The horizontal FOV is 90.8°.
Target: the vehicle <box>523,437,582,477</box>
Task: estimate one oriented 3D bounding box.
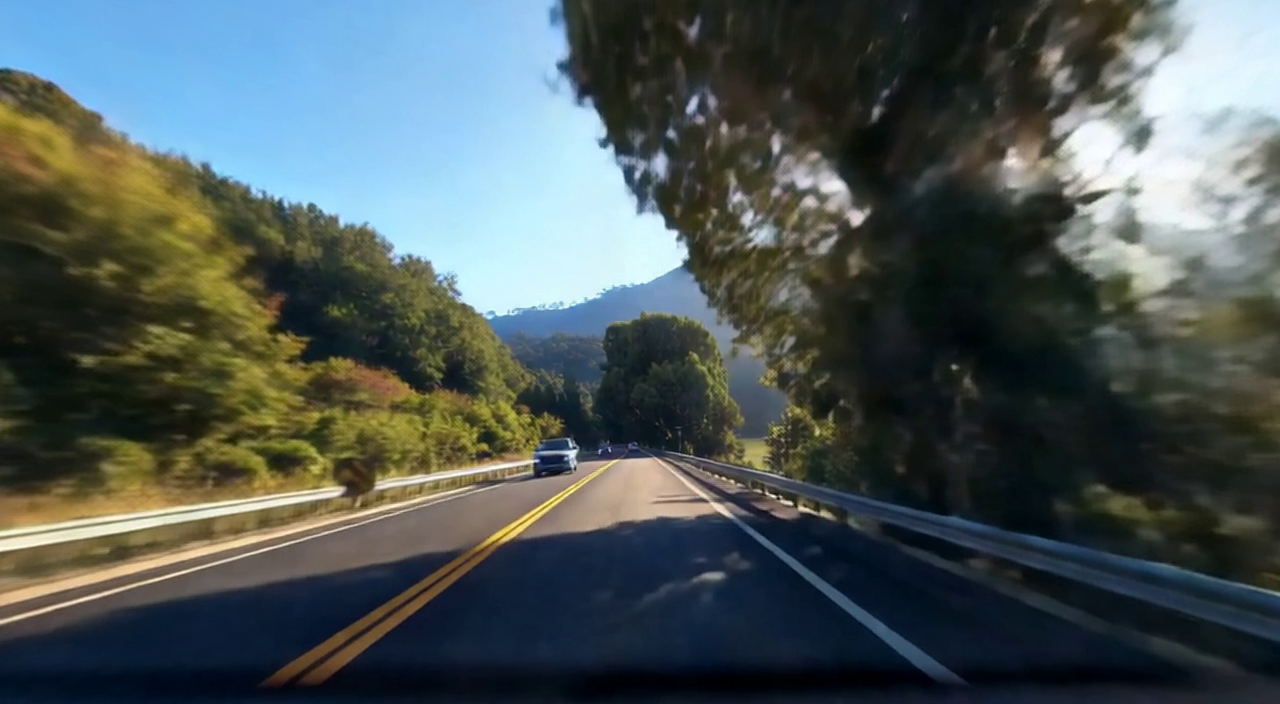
[{"bbox_3d":[-4.317,5.240,31.814,2.309,1.826,4.542,0,-8,0],"label":"vehicle"}]
